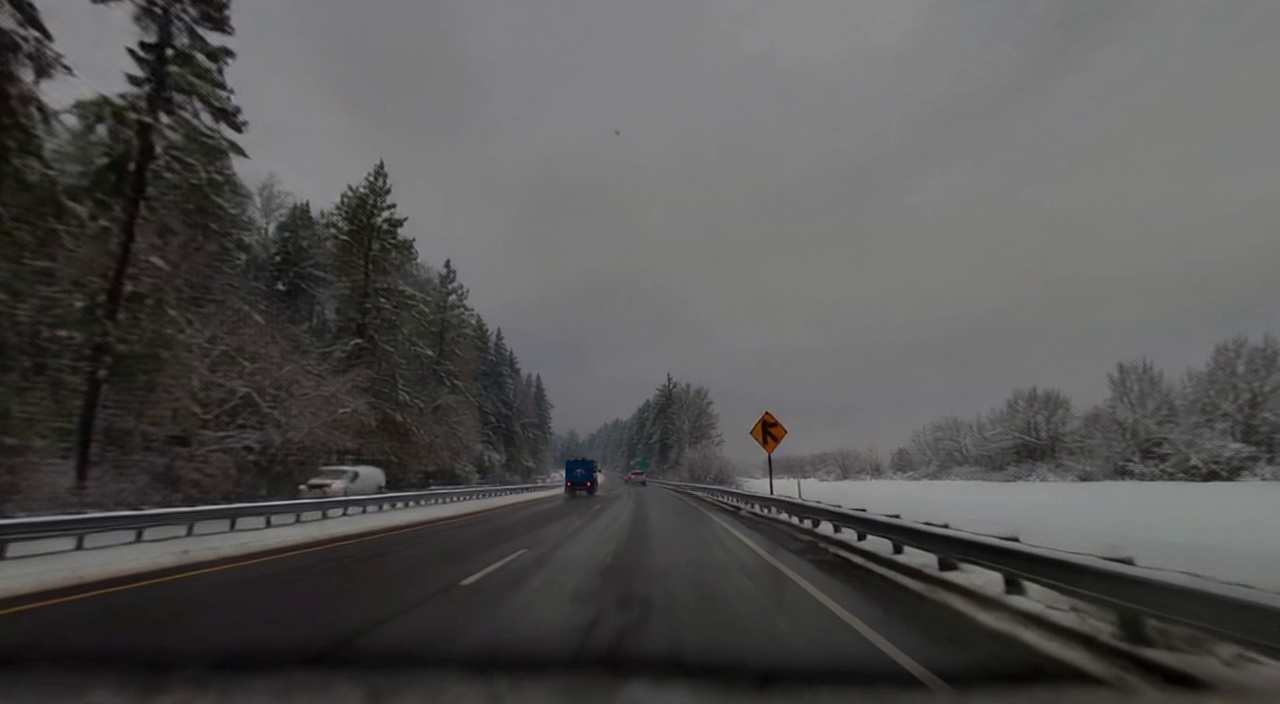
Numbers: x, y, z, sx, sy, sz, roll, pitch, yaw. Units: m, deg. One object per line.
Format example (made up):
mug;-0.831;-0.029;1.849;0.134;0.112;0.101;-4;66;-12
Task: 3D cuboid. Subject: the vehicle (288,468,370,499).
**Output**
vehicle;-16.253;6.867;33.080;1.889;1.459;4.492;0;-11;2
